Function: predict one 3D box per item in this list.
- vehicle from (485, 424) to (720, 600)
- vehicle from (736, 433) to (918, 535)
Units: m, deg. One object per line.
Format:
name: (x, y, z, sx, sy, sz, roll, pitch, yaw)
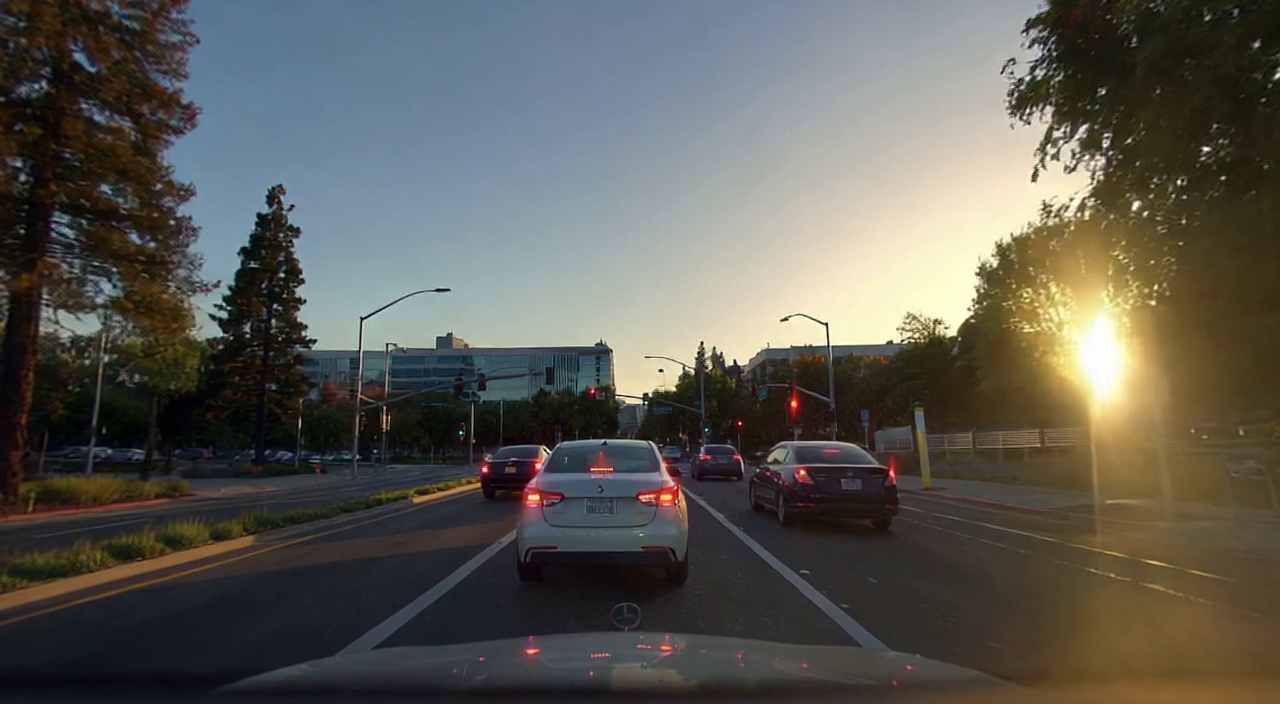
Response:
vehicle: (-0.347, 1.645, 7.267, 2.006, 1.487, 3.535, 0, -9, -1)
vehicle: (3.110, 2.284, 11.572, 1.910, 1.474, 4.263, 0, -9, -2)
